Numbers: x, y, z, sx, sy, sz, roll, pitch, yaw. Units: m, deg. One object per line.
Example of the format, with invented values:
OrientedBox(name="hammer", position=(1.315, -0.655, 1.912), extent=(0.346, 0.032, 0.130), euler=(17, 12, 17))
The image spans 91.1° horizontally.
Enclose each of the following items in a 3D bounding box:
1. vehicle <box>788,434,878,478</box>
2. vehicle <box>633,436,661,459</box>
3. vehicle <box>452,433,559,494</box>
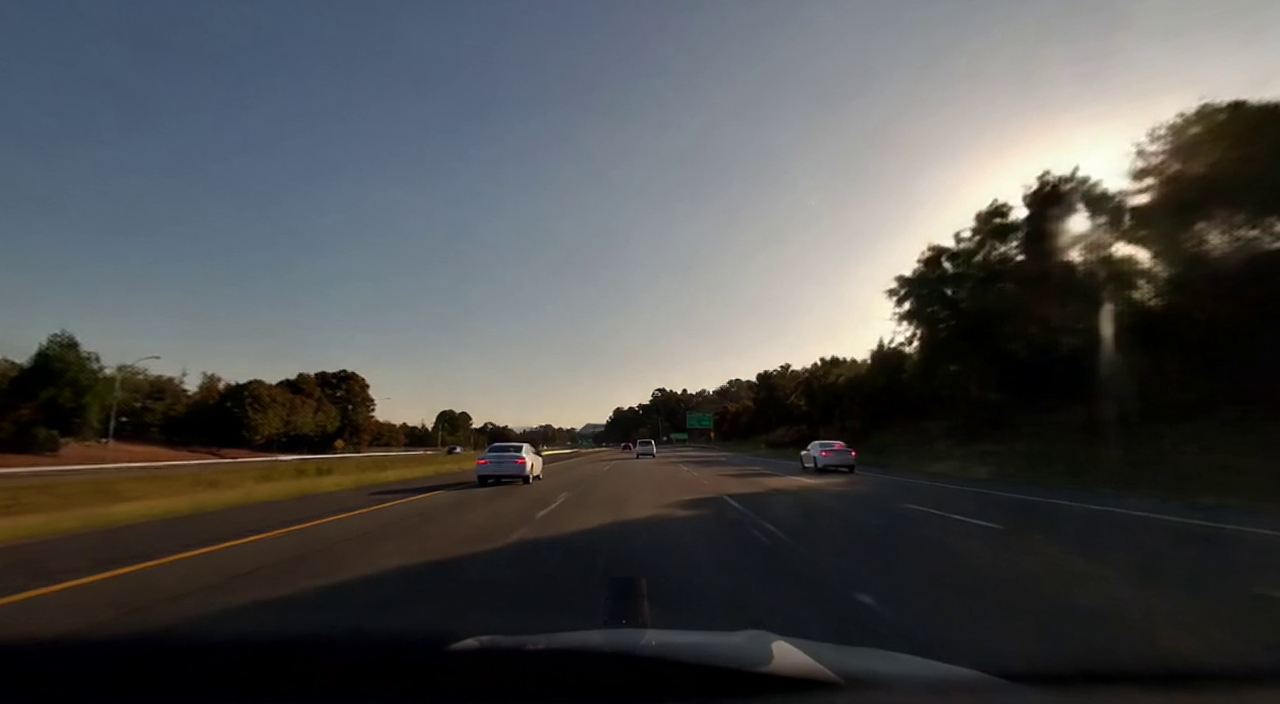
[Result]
OrientedBox(name="vehicle", position=(7.379, 4.025, 24.594), extent=(1.870, 1.493, 5.015), euler=(0, -8, -1))
OrientedBox(name="vehicle", position=(0.494, 7.384, 48.636), extent=(2.063, 1.698, 4.355), euler=(0, -8, 0))
OrientedBox(name="vehicle", position=(-3.732, 3.171, 18.265), extent=(2.050, 1.546, 4.344), euler=(0, -8, 1))
